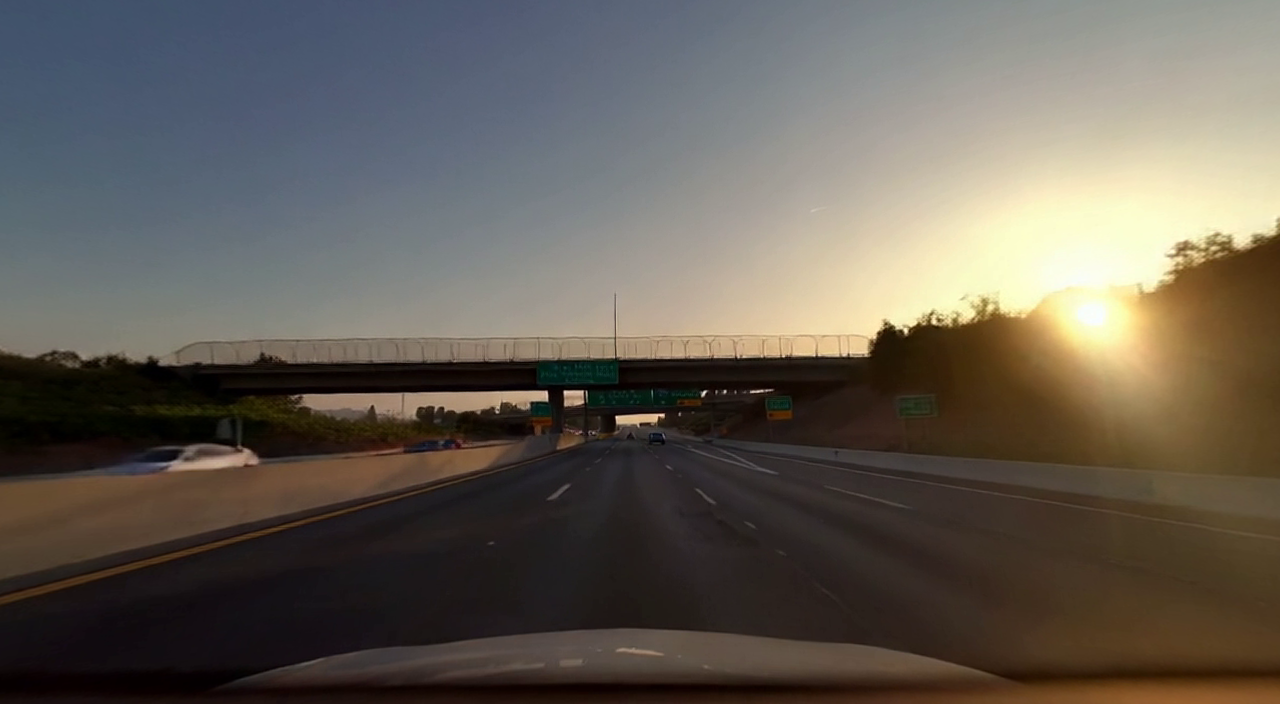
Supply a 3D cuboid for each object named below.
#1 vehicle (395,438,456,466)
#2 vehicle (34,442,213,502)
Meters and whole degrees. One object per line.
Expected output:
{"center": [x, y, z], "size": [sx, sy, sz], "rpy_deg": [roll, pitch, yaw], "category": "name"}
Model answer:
{"center": [-12.281, 5.714, 36.292], "size": [1.961, 1.509, 4.492], "rpy_deg": [0, -8, 0], "category": "vehicle"}
{"center": [-15.168, 3.487, 18.813], "size": [1.900, 1.538, 4.026], "rpy_deg": [0, -8, 0], "category": "vehicle"}
